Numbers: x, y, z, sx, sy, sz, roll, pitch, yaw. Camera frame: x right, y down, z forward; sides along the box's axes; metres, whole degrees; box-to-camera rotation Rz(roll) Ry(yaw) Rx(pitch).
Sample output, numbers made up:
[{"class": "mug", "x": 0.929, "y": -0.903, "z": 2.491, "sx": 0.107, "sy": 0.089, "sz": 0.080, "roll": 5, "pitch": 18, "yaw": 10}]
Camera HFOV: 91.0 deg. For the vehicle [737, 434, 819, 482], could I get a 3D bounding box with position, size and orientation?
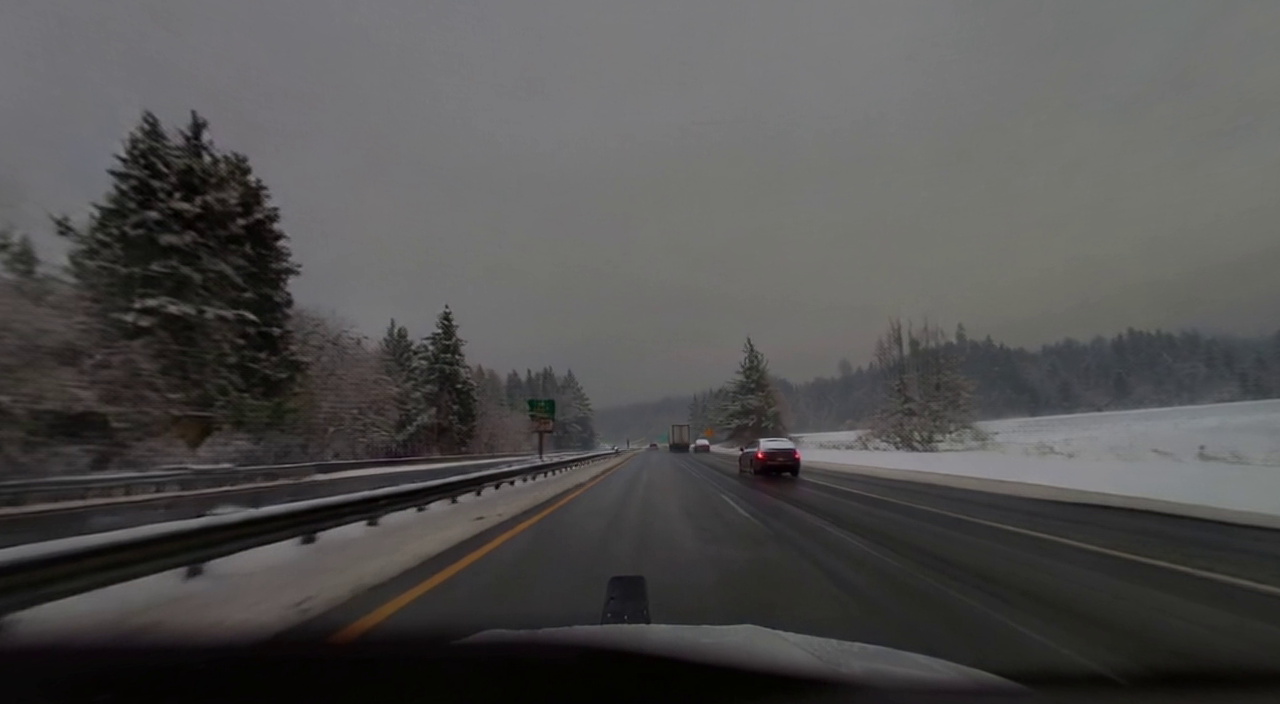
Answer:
[{"class": "vehicle", "x": 4.749, "y": 3.708, "z": 22.305, "sx": 1.954, "sy": 1.550, "sz": 4.140, "roll": 0, "pitch": -8, "yaw": 0}]
